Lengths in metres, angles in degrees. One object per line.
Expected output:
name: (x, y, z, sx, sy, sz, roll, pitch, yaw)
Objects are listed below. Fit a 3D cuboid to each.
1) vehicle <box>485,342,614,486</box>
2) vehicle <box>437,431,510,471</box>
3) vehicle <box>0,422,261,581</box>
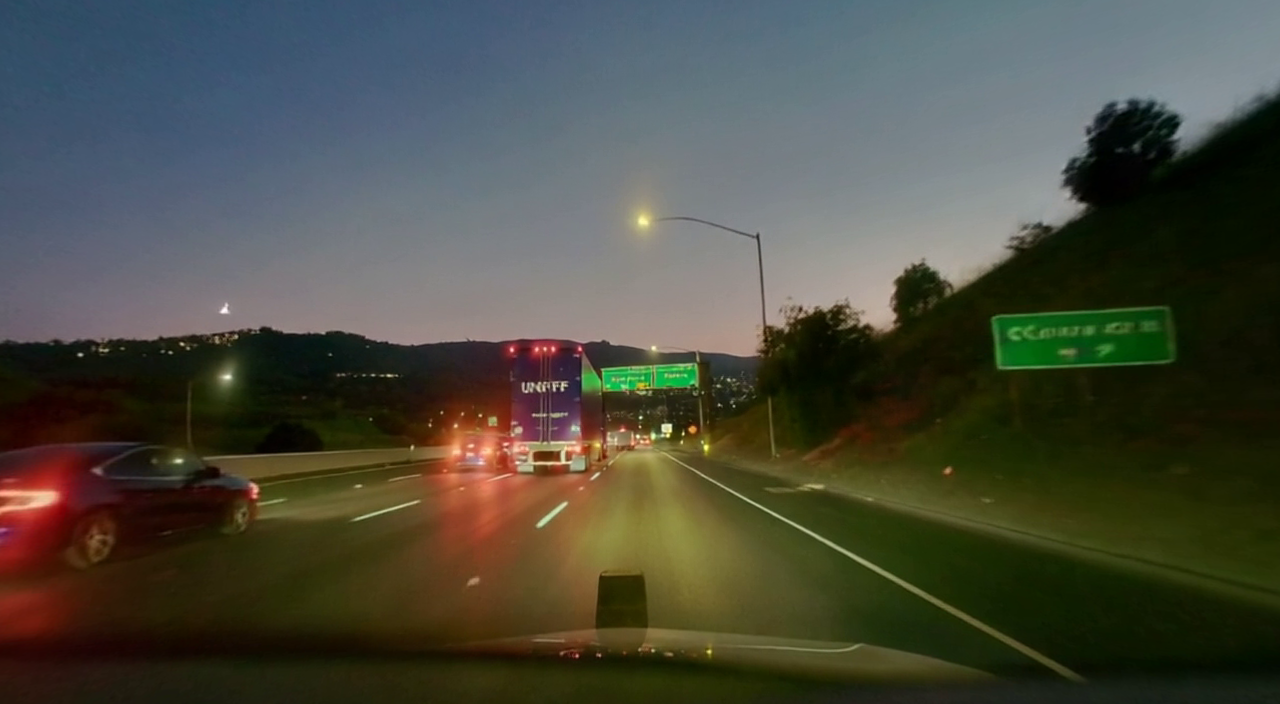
vehicle: (-3.052, 2.937, 27.263, 3.202, 4.352, 16.251, 0, -8, 0)
vehicle: (-7.201, 4.319, 27.781, 1.949, 1.604, 4.456, 0, -8, 0)
vehicle: (-6.998, 1.647, 7.646, 1.911, 1.494, 4.555, -1, -8, 1)
